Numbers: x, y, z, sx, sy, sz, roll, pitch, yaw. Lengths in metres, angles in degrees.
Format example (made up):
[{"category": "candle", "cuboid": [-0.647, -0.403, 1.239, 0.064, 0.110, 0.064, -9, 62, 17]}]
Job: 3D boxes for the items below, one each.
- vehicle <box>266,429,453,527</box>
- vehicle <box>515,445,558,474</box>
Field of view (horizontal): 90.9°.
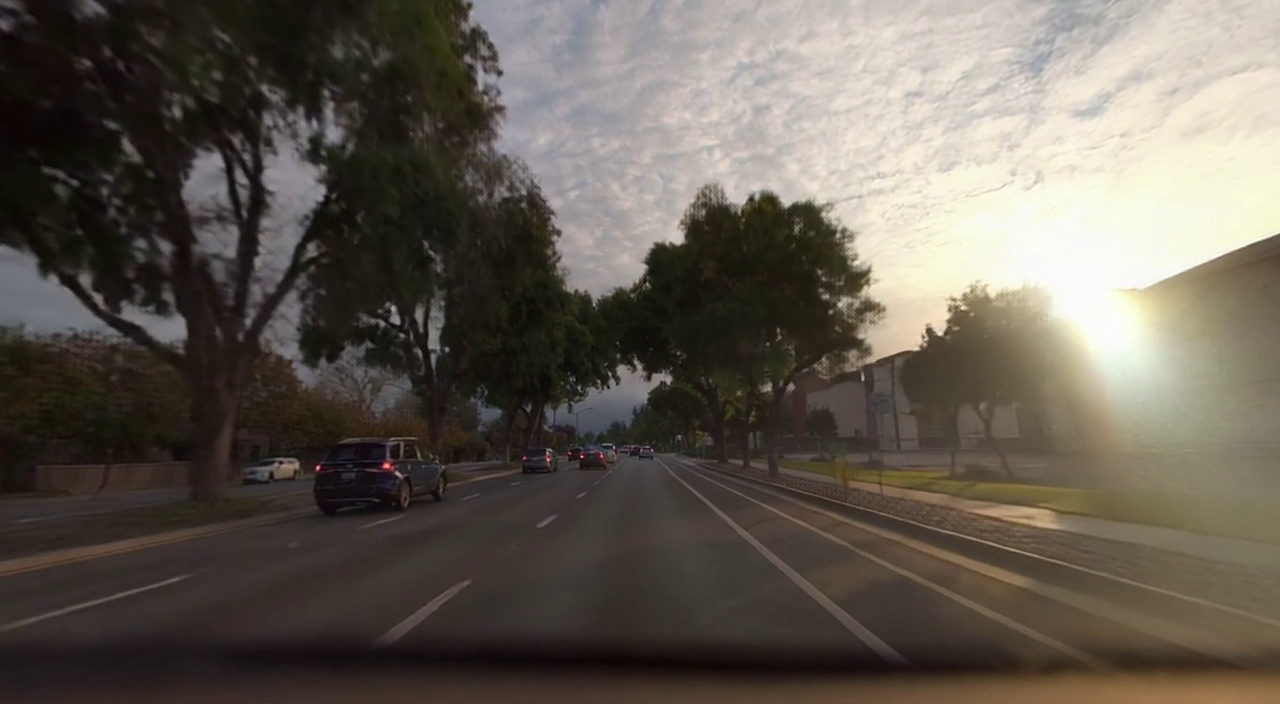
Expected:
[{"category": "vehicle", "cuboid": [-5.789, 2.639, 13.763, 2.123, 1.761, 4.322, 0, -9, -1]}, {"category": "vehicle", "cuboid": [-6.453, 6.741, 39.829, 1.985, 1.708, 4.310, 0, -9, 0]}]
